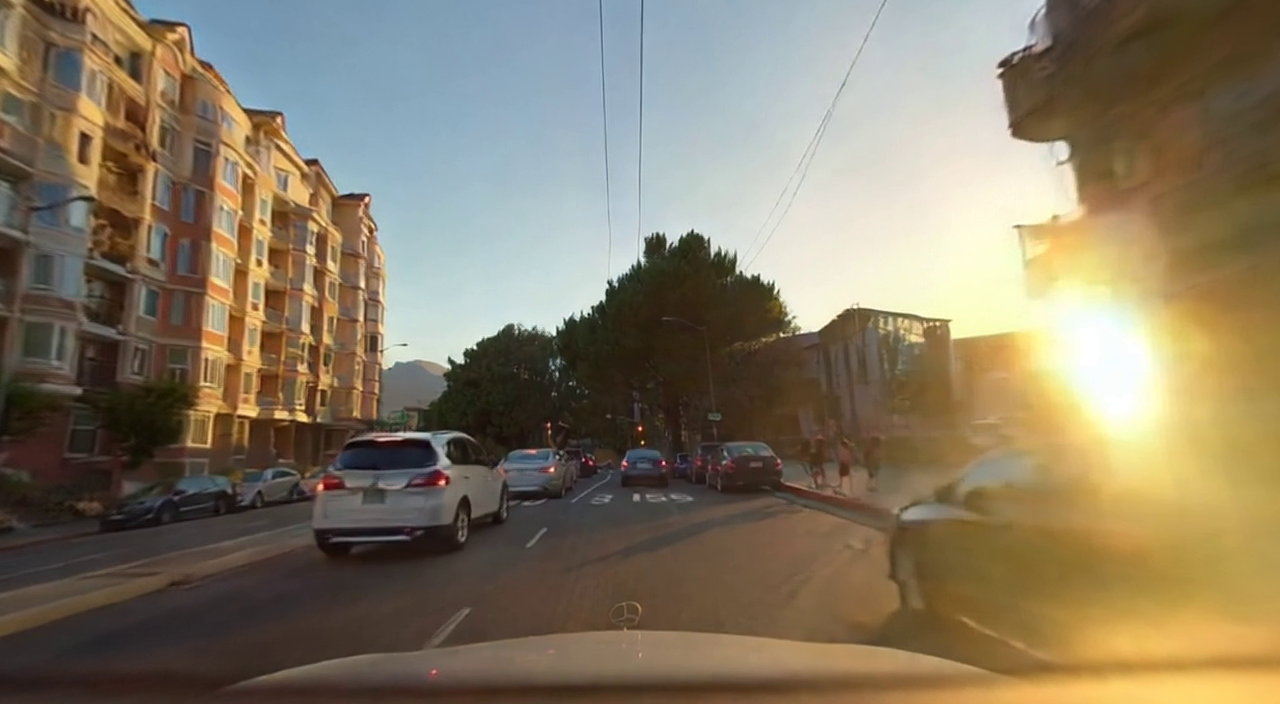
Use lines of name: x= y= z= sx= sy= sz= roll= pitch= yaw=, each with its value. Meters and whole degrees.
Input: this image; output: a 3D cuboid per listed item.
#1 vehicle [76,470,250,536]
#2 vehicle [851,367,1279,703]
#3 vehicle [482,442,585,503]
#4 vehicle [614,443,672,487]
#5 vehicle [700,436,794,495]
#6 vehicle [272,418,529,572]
vehicle: x=-13.963 y=4.389 z=18.906 sx=1.844 sy=1.499 sz=4.421 roll=0 pitch=-8 yaw=-1
vehicle: x=3.033 y=1.034 z=3.497 sx=2.077 sy=1.532 sz=4.694 roll=0 pitch=-8 yaw=0
vehicle: x=-2.816 y=3.285 z=17.791 sx=2.109 sy=1.477 sz=4.509 roll=0 pitch=-8 yaw=0
vehicle: x=0.074 y=4.189 z=23.734 sx=2.026 sy=1.496 sz=3.701 roll=0 pitch=-8 yaw=-1
vehicle: x=2.941 y=3.210 z=18.328 sx=1.933 sy=1.501 sz=4.349 roll=0 pitch=-8 yaw=0
vehicle: x=-3.055 y=1.902 z=9.288 sx=2.065 sy=1.705 sz=4.353 roll=0 pitch=-8 yaw=0
